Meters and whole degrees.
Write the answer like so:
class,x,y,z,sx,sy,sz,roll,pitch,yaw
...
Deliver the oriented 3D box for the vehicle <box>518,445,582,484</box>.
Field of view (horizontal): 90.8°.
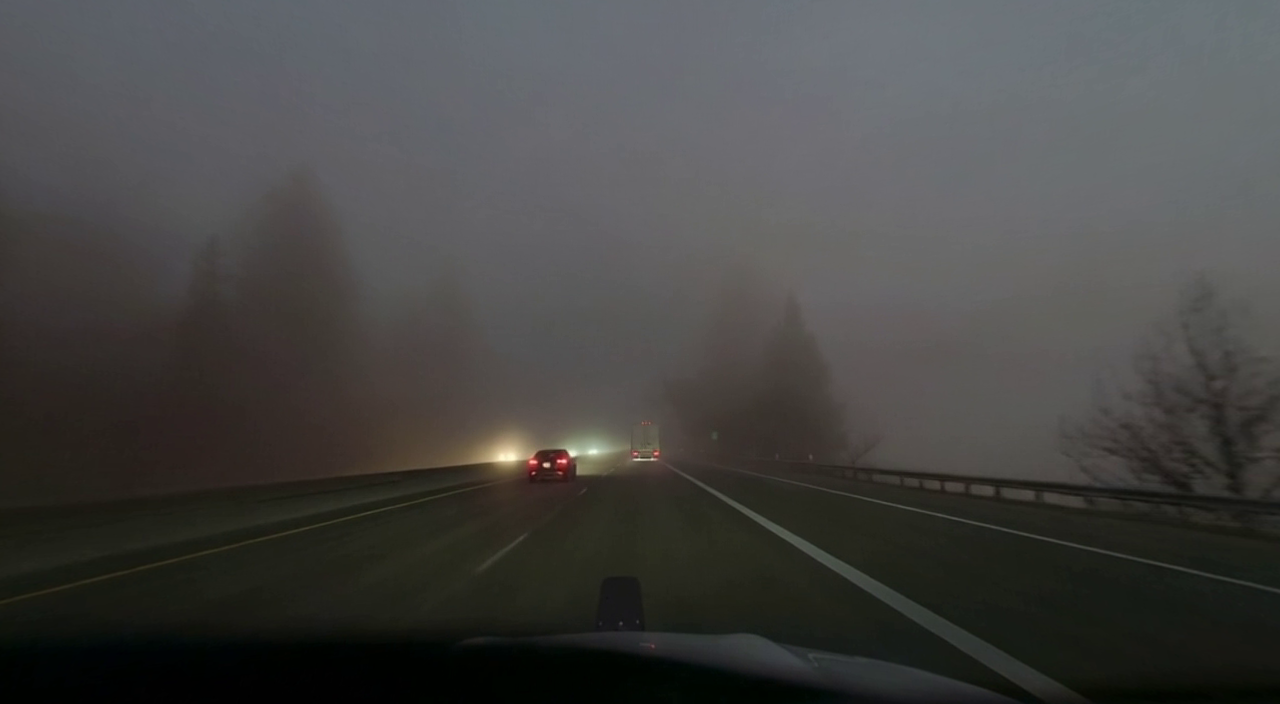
class,x,y,z,sx,sy,sz,roll,pitch,yaw
vehicle,-3.598,4.559,25.898,1.955,1.438,4.100,-1,-9,1
